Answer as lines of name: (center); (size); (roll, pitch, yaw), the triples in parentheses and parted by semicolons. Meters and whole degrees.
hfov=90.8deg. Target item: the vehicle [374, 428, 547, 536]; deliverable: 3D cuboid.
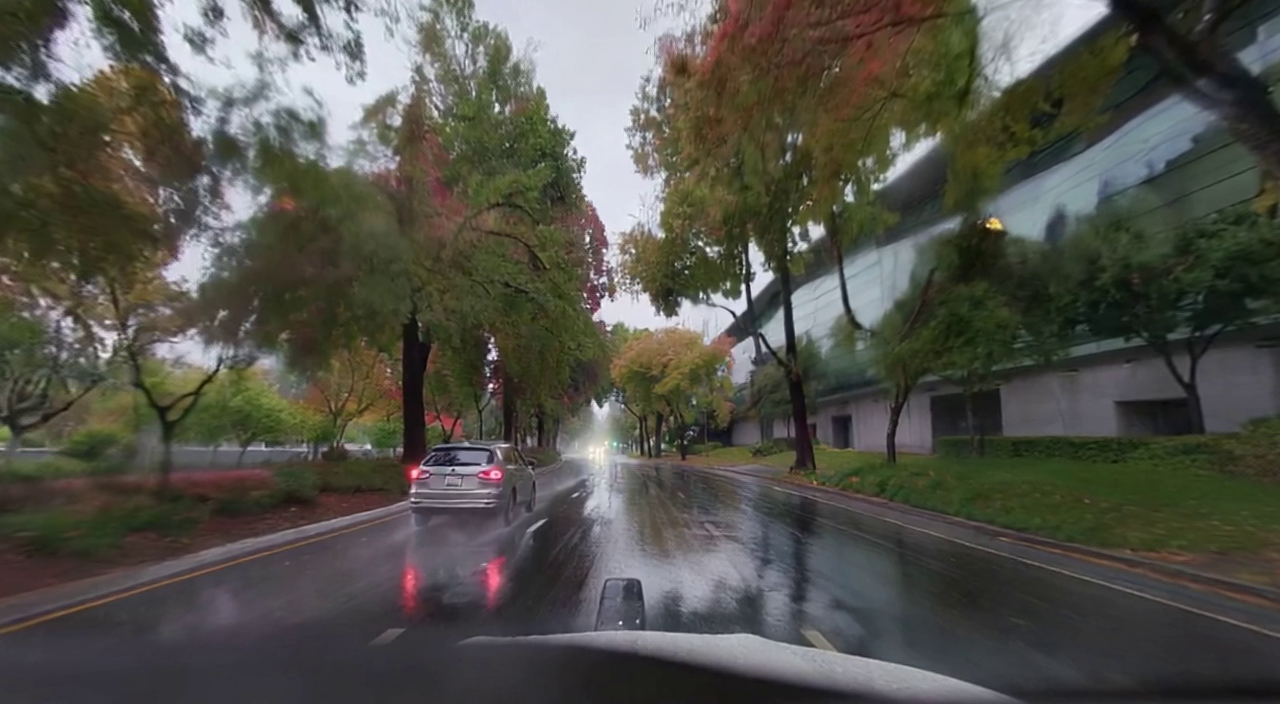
vehicle: (-3.215, 2.430, 12.469); (2.067, 1.700, 4.561); (0, -9, 0)
